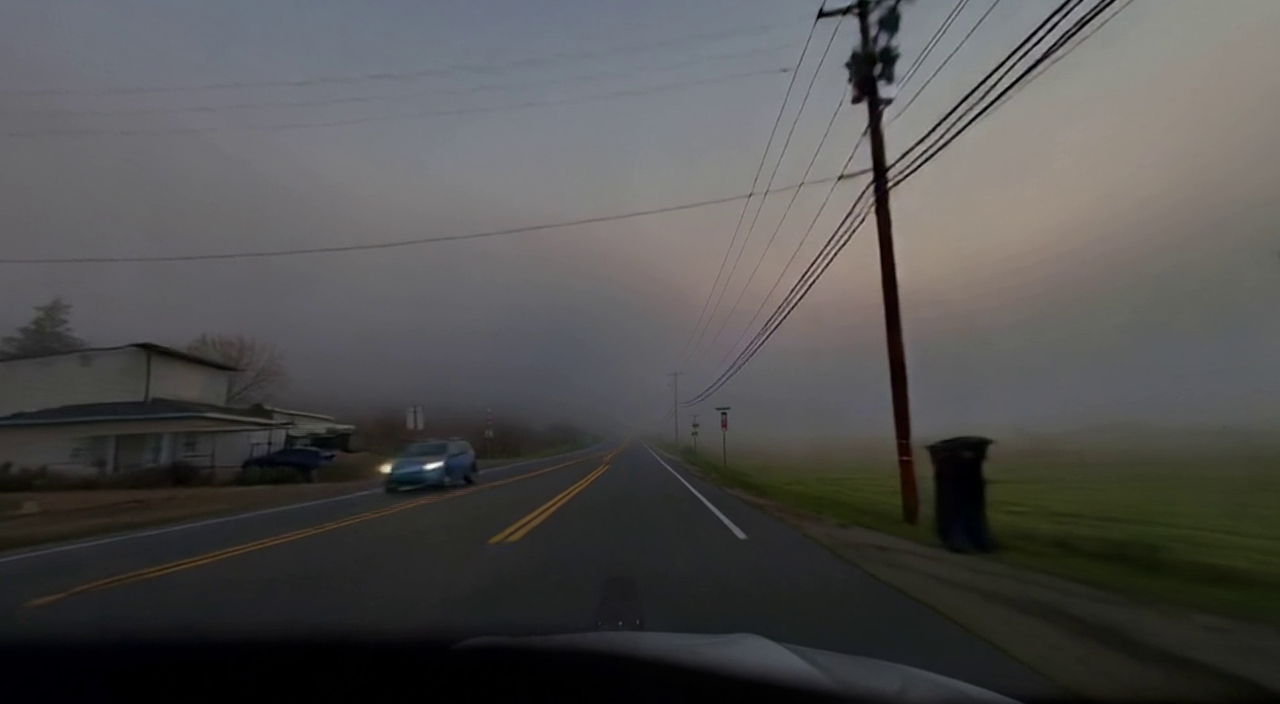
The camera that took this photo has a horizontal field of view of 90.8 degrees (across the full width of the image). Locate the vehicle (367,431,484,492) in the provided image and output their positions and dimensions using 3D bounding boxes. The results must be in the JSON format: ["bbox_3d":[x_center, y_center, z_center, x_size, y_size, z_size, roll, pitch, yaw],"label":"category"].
[{"bbox_3d":[-6.613,3.430,20.129,2.113,1.710,4.438,0,-8,1],"label":"vehicle"}]
